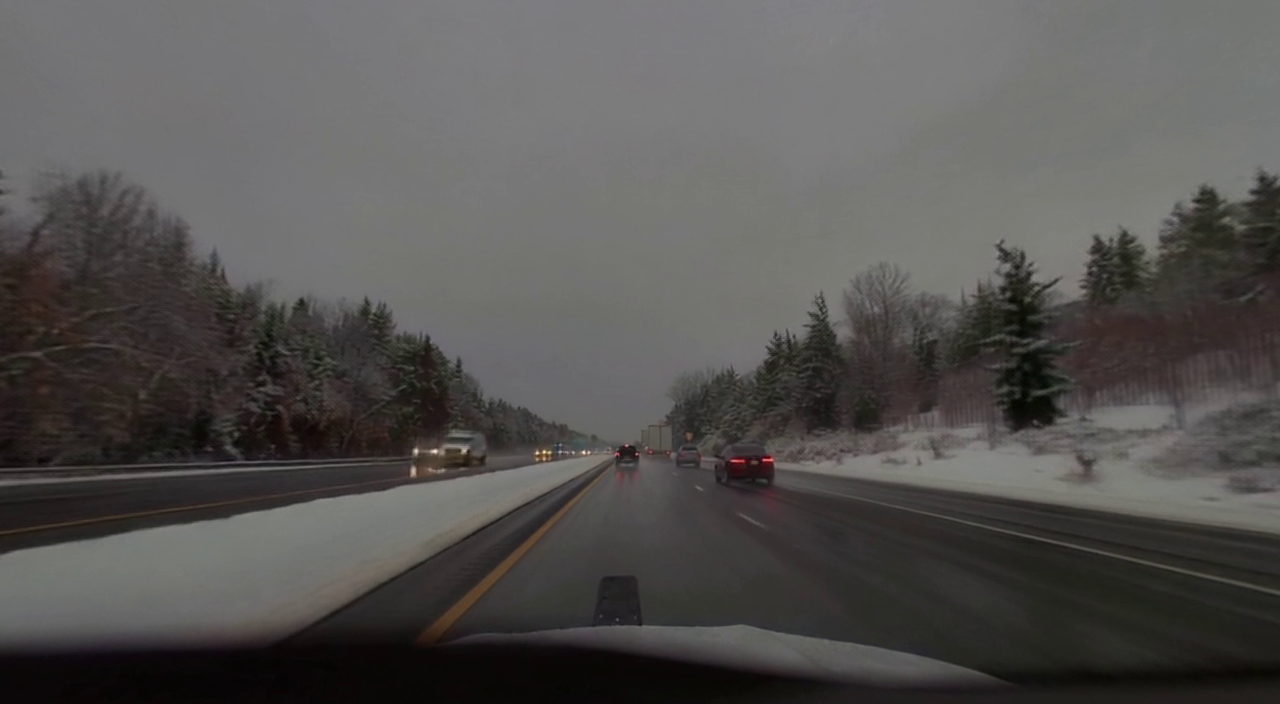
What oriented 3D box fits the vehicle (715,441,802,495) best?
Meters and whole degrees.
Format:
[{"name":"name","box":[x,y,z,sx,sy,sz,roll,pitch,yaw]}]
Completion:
[{"name":"vehicle","box":[3.680,3.677,20.214,1.968,1.513,3.911,0,-9,-1]}]

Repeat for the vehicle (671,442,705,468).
[{"name":"vehicle","box":[3.386,7.313,44.712,1.982,1.745,4.151,0,-9,-2]}]

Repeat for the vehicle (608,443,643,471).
[{"name":"vehicle","box":[-0.921,6.799,40.829,2.151,1.693,4.201,0,-9,-1]}]

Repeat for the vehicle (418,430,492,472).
[{"name":"vehicle","box":[-9.254,5.020,31.910,2.244,1.935,5.210,0,-9,-1]}]
